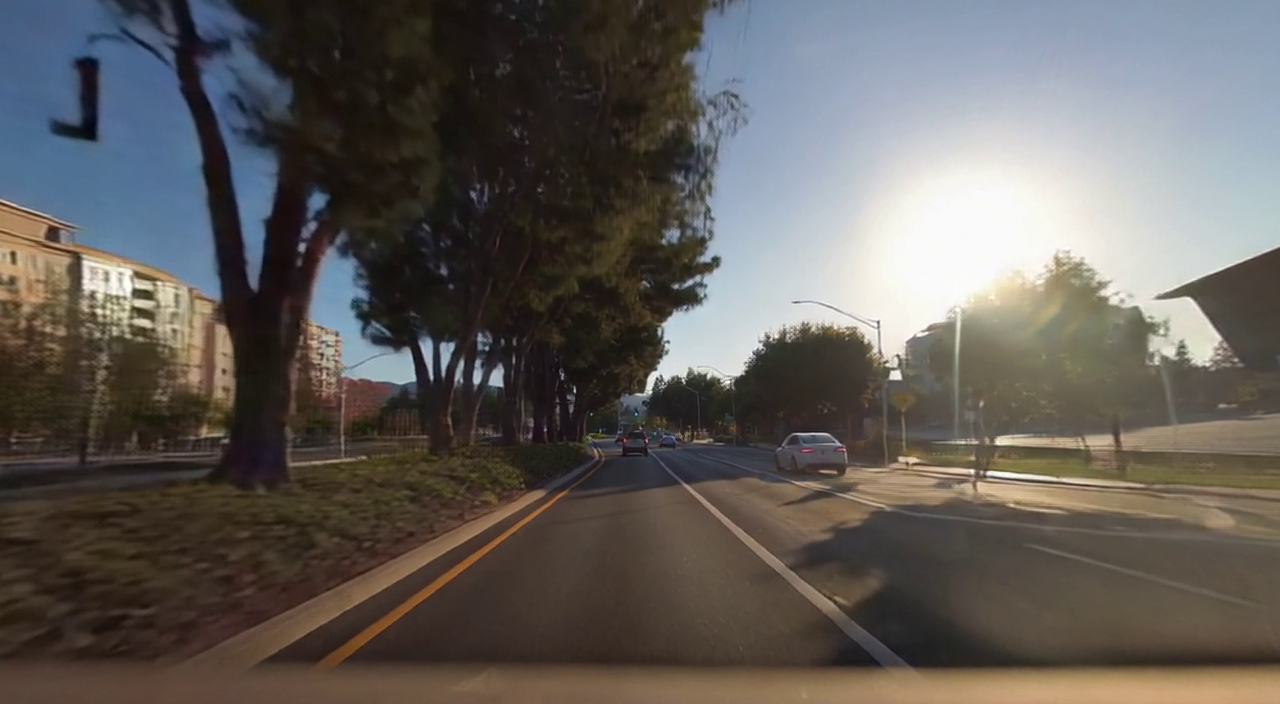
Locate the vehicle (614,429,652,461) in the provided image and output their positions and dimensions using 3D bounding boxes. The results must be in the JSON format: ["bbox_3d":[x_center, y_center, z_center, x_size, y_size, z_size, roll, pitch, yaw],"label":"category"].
[{"bbox_3d":[-0.426,5.660,38.295,2.193,1.794,4.457,0,-9,-1],"label":"vehicle"}]

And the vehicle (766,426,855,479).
[{"bbox_3d":[6.357,3.819,24.127,2.026,1.804,4.565,0,-9,-1],"label":"vehicle"}]
